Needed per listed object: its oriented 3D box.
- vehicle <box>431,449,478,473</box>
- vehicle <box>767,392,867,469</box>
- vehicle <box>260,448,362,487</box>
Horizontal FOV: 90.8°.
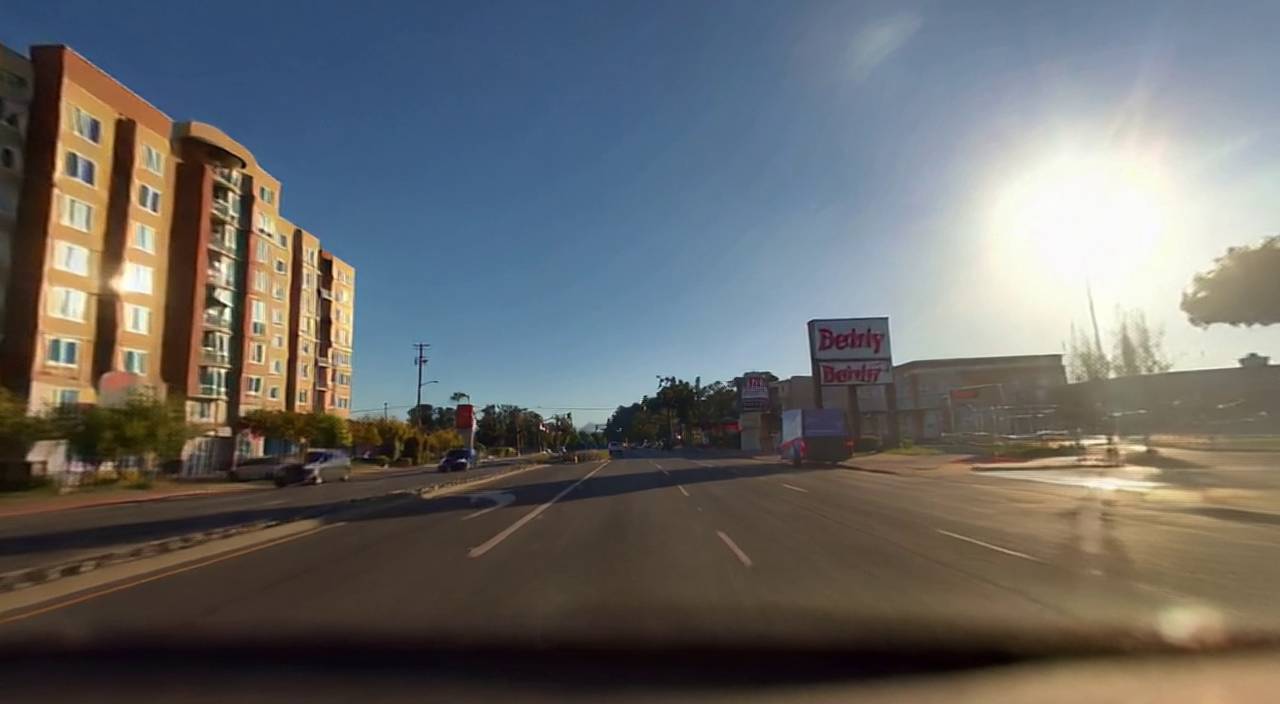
[{"bbox_3d":[-12.437,7.307,42.626,1.901,1.465,4.604,0,-8,-2],"label":"vehicle"},{"bbox_3d":[9.818,4.620,36.297,3.174,3.794,9.019,-1,-9,1],"label":"vehicle"},{"bbox_3d":[-14.693,5.240,28.548,1.841,1.543,4.680,-2,-11,4],"label":"vehicle"}]
